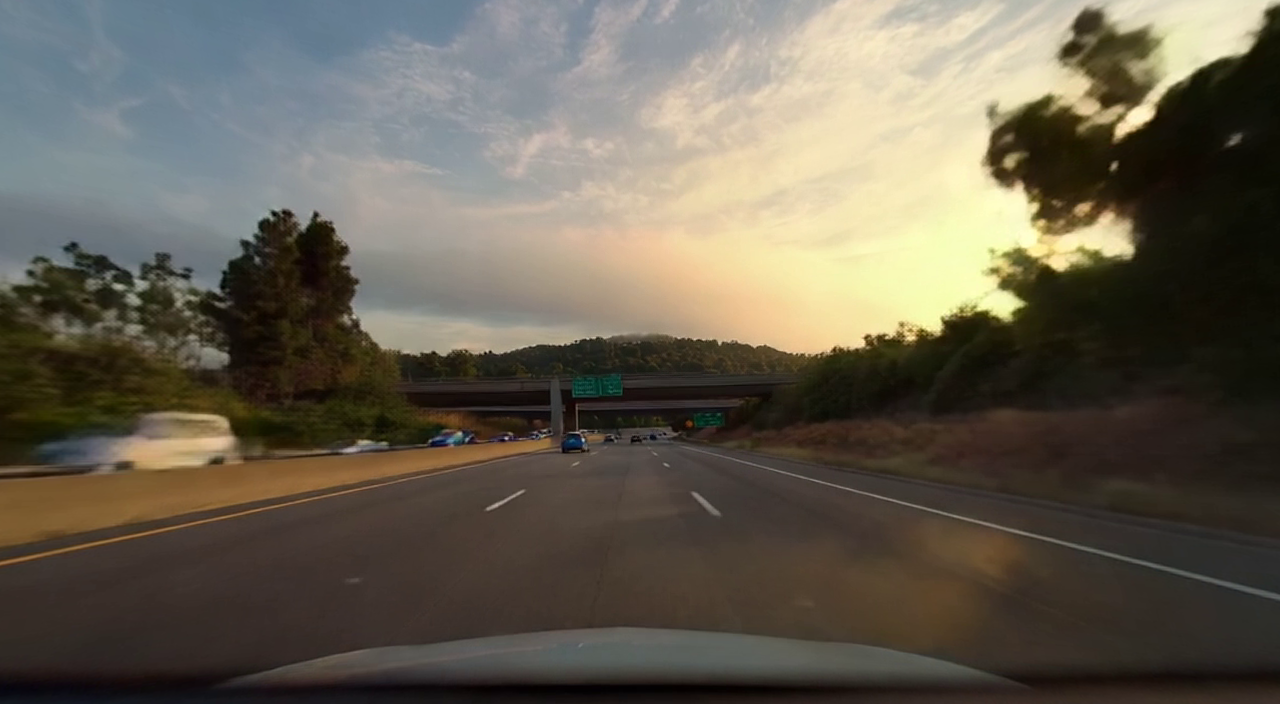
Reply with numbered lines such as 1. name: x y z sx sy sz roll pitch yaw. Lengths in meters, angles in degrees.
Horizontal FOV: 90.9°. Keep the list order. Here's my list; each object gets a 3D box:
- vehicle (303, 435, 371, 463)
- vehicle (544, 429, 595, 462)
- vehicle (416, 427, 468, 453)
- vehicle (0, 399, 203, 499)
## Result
1. vehicle: -17.984 5.721 37.604 1.936 1.552 4.209 0 -7 0
2. vehicle: -3.648 4.906 33.441 2.086 1.624 4.607 0 -8 1
3. vehicle: -13.422 5.983 43.107 1.945 1.658 4.898 0 -7 0
4. vehicle: -13.506 2.257 15.095 2.341 1.969 5.181 0 -7 0
